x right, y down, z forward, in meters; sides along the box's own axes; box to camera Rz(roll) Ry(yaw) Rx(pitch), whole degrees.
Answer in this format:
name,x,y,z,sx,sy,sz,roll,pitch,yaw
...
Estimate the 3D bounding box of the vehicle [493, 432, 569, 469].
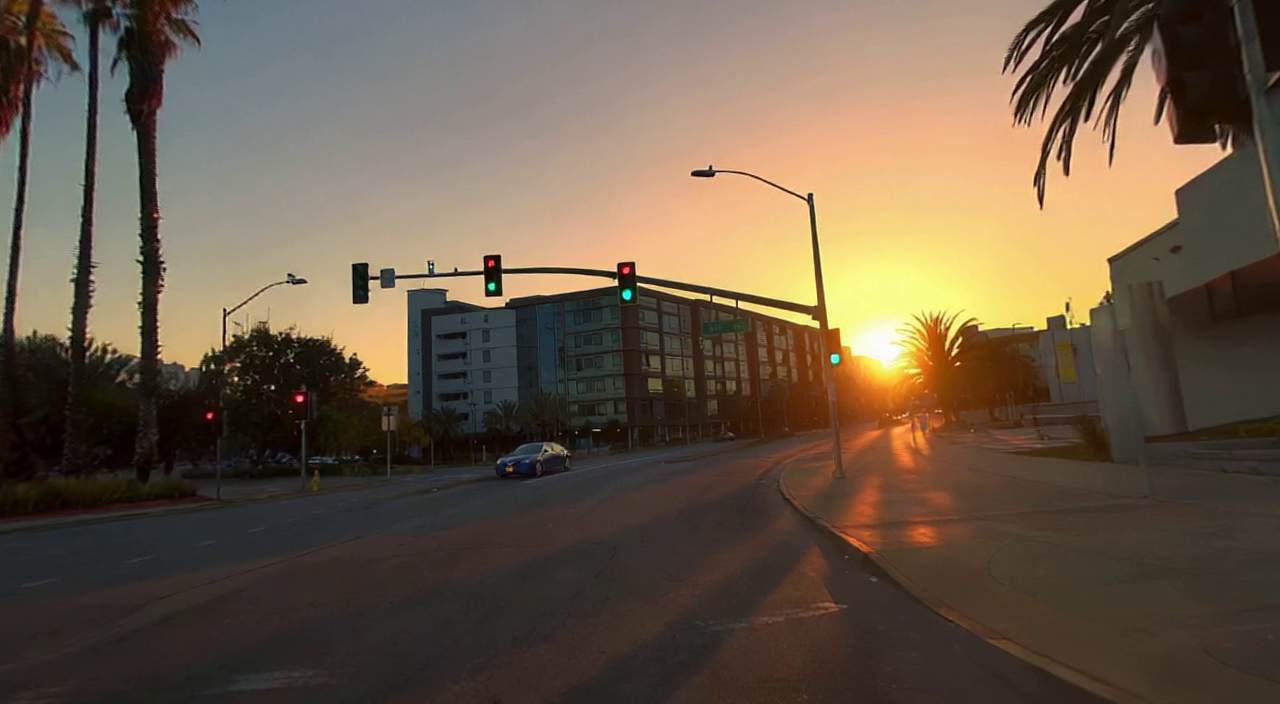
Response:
name,x,y,z,sx,sy,sz,roll,pitch,yaw
vehicle,-5.678,5.234,33.636,2.181,1.792,4.648,-3,-9,16
